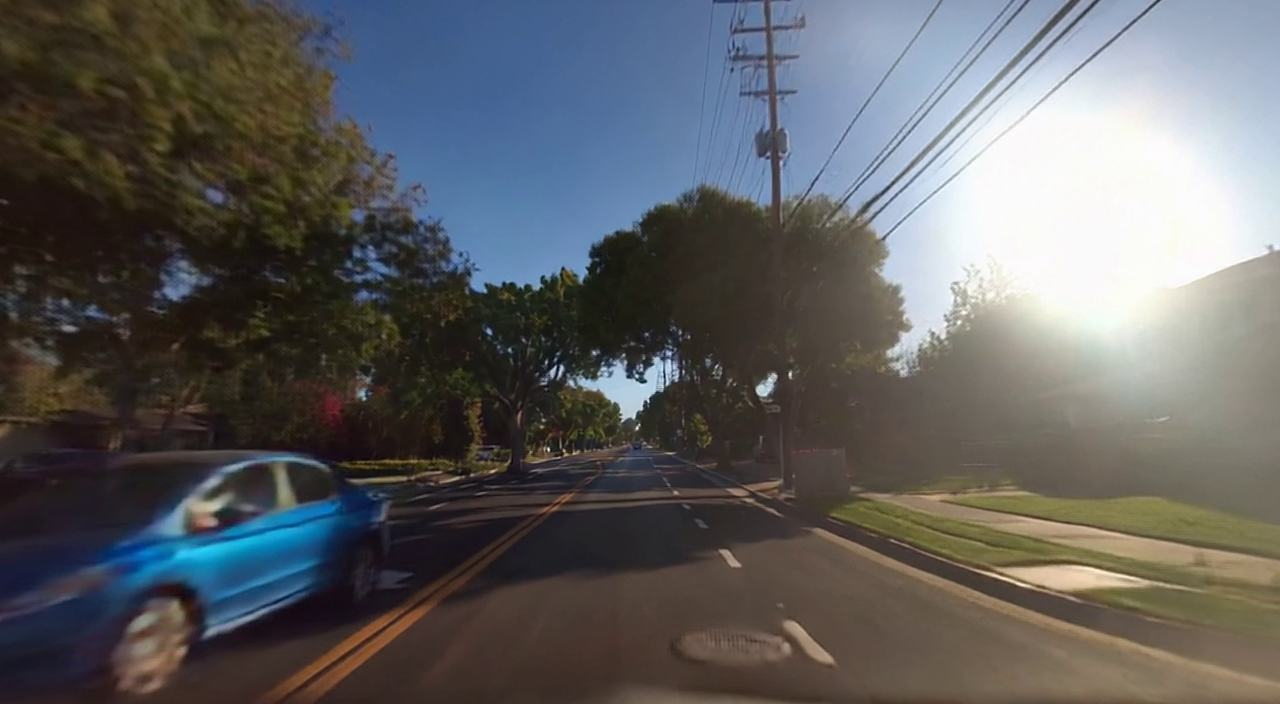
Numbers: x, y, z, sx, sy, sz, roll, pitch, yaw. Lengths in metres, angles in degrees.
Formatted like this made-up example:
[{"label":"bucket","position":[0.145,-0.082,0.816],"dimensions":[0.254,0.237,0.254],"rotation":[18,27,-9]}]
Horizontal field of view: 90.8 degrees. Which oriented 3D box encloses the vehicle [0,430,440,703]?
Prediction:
[{"label":"vehicle","position":[-3.454,1.455,5.411],"dimensions":[2.102,1.463,4.024],"rotation":[0,-8,1]}]
